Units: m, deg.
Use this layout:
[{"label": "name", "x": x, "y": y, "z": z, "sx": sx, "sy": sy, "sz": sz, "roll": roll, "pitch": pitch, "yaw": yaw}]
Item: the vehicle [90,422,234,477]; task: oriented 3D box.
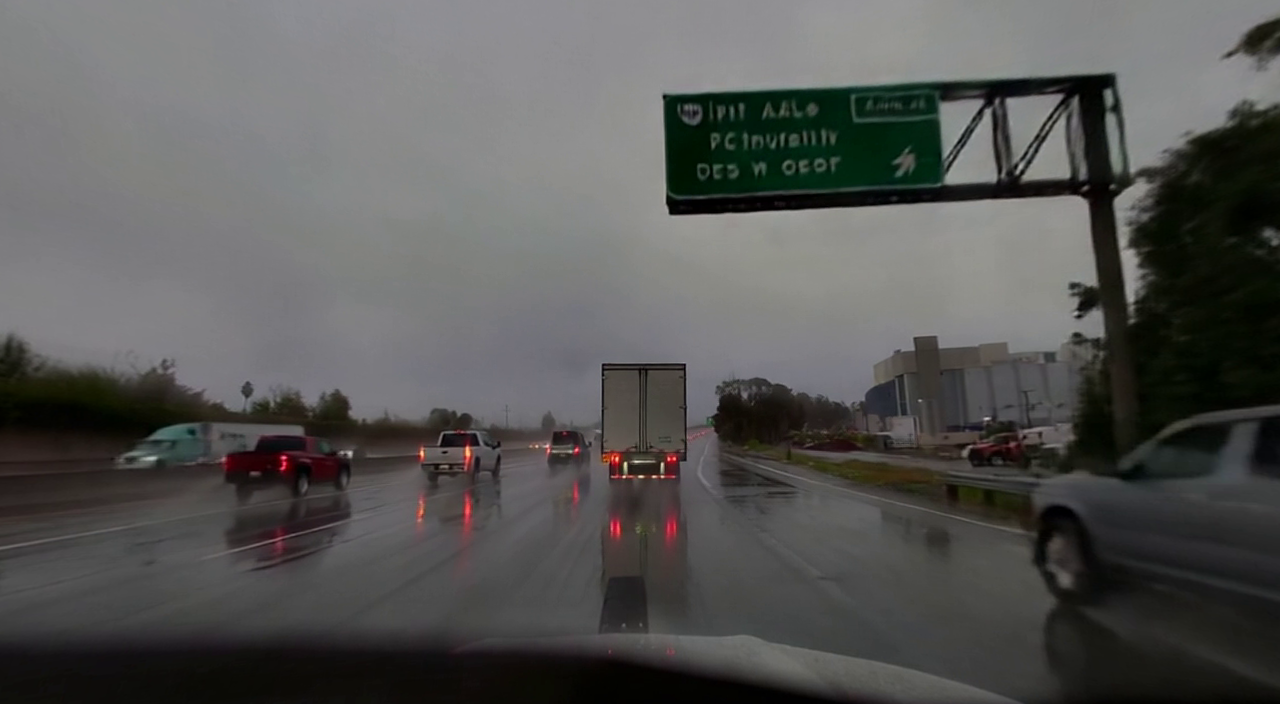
[{"label": "vehicle", "x": -28.403, "y": 5.864, "z": 38.053, "sx": 2.888, "sy": 3.005, "sz": 7.363, "roll": 0, "pitch": -9, "yaw": 0}]

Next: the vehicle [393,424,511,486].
[{"label": "vehicle", "x": -6.695, "y": 3.796, "z": 23.443, "sx": 2.479, "sy": 1.978, "sz": 5.952, "roll": 0, "pitch": -9, "yaw": 1}]

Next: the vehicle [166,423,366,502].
[{"label": "vehicle", "x": -10.298, "y": 3.102, "z": 18.178, "sx": 2.089, "sy": 1.885, "sz": 5.888, "roll": 0, "pitch": -9, "yaw": 1}]

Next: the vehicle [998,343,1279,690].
[{"label": "vehicle", "x": 4.418, "y": 0.878, "z": 3.422, "sx": 2.137, "sy": 1.796, "sz": 4.817, "roll": 0, "pitch": -9, "yaw": 1}]

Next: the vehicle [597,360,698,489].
[{"label": "vehicle", "x": 0.173, "y": 2.851, "z": 23.531, "sx": 2.941, "sy": 3.794, "sz": 9.851, "roll": 0, "pitch": -9, "yaw": -1}]

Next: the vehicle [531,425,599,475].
[{"label": "vehicle", "x": -3.378, "y": 4.618, "z": 29.786, "sx": 2.379, "sy": 2.075, "sz": 6.169, "roll": 0, "pitch": -9, "yaw": 1}]
